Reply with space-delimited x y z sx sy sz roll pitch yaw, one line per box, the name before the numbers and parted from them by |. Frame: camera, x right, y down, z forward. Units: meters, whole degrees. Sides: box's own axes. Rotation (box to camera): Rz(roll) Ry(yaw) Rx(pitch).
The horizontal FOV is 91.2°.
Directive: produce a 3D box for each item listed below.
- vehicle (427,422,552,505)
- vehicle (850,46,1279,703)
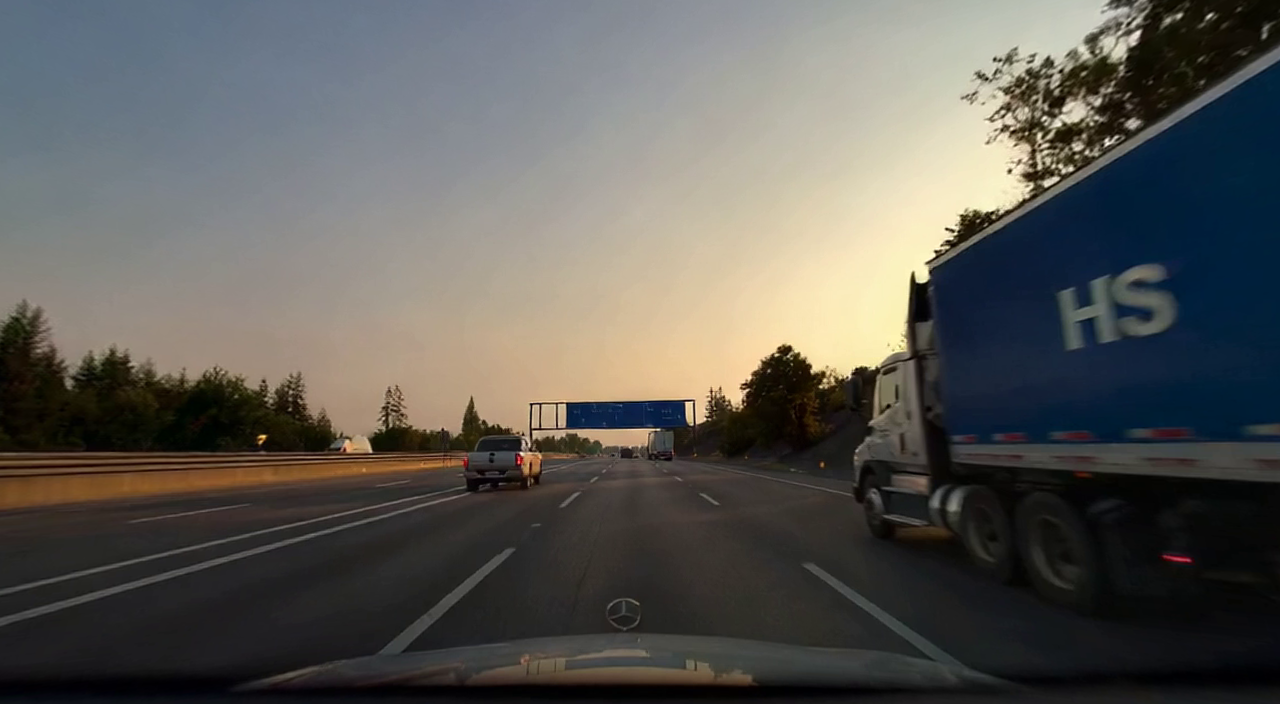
vehicle | -3.796 2.931 16.803 2.173 1.857 4.800 0 -9 0
vehicle | 3.966 0.349 3.483 2.731 2.879 7.845 0 -9 -1
